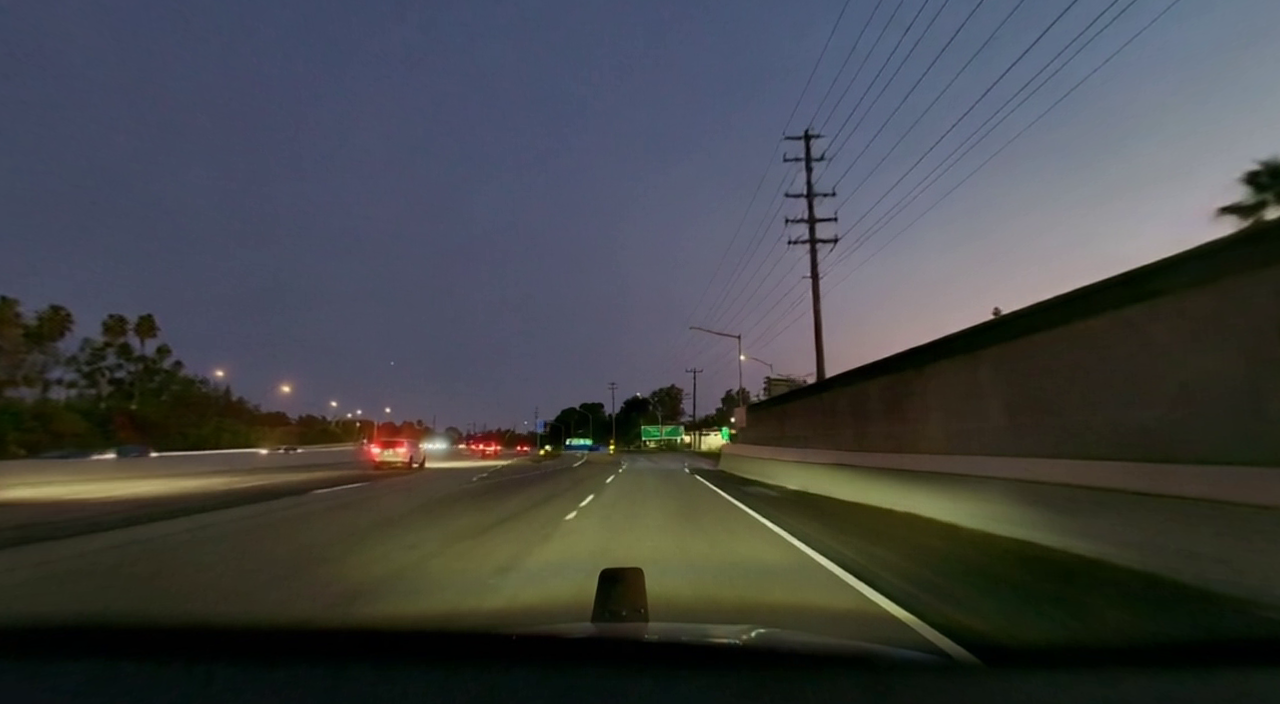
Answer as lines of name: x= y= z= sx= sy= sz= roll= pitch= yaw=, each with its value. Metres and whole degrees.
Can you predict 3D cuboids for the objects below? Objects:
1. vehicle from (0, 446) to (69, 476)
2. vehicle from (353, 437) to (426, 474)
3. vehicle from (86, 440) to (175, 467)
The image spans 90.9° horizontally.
vehicle: x=-32.584 y=5.620 z=32.822 sx=1.833 sy=1.471 sz=4.265 roll=0 pitch=-8 yaw=-4
vehicle: x=-11.610 y=4.805 z=29.536 sx=2.029 sy=1.609 sz=3.935 roll=0 pitch=-8 yaw=-4
vehicle: x=-37.916 y=7.561 z=47.185 sx=2.165 sy=1.848 sz=5.741 roll=0 pitch=-8 yaw=-4
